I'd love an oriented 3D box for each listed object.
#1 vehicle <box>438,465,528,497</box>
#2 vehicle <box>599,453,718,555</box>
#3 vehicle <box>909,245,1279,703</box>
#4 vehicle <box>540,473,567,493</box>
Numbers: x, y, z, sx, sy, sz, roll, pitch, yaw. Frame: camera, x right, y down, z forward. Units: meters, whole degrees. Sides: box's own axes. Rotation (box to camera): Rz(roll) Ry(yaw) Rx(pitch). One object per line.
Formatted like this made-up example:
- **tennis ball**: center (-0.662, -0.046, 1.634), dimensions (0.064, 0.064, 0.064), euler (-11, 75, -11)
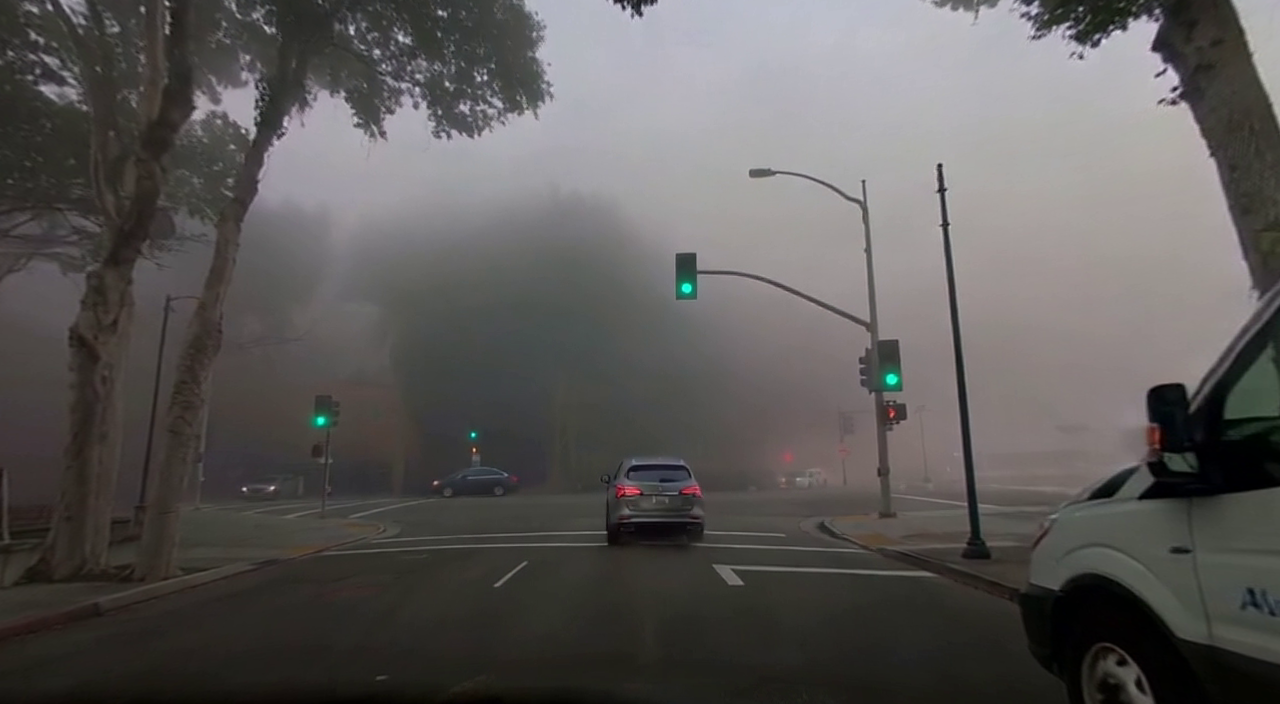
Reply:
- **vehicle**: center (-8.984, 7.442, 36.426), dimensions (1.993, 1.692, 4.675), euler (-9, -14, 42)
- **vehicle**: center (0.236, 2.863, 12.308), dimensions (1.961, 1.629, 3.610), euler (1, -11, -2)
- **vehicle**: center (2.826, 0.656, 1.507), dimensions (2.054, 1.965, 5.248), euler (1, -11, 0)
- **vehicle**: center (-6.789, 10.307, 49.730), dimensions (1.757, 1.473, 3.712), euler (1, -10, -3)
